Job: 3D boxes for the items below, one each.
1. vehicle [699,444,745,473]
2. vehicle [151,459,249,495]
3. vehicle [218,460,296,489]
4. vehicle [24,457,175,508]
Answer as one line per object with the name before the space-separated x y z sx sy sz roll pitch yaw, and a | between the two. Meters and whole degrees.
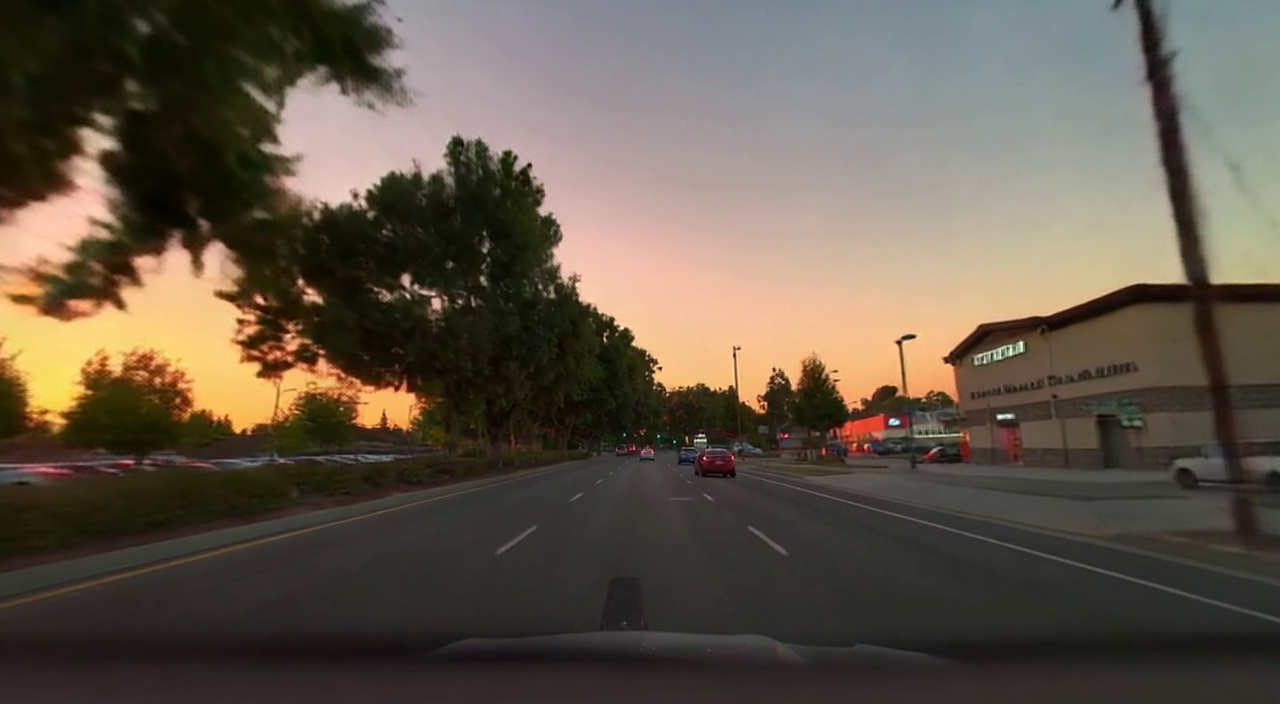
vehicle | 4.501 5.898 35.146 1.916 1.459 4.335 0 -9 -1
vehicle | -22.602 6.417 32.611 1.674 1.483 4.741 -4 -8 1
vehicle | -22.584 7.228 37.398 1.841 1.510 4.389 -1 -9 0
vehicle | -22.414 5.381 26.499 1.939 1.780 5.057 -1 -9 -2
